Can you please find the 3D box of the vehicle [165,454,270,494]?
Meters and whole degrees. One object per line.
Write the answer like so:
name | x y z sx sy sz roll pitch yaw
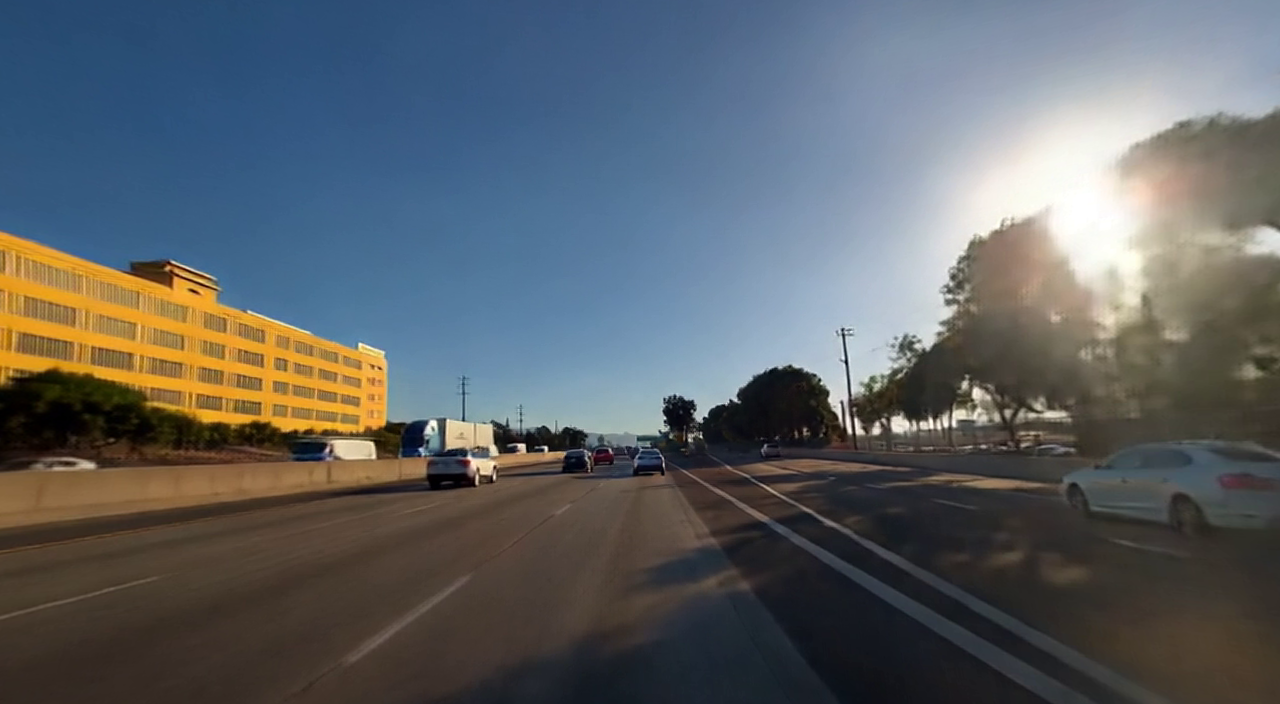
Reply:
vehicle | -20.181 5.793 30.378 1.853 1.671 4.525 -1 -8 1

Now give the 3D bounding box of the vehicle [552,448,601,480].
vehicle | -3.312 5.920 33.671 2.059 1.508 4.662 -1 -8 1

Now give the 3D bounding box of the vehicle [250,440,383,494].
vehicle | -12.919 4.592 25.771 2.283 1.915 5.774 -1 -8 1

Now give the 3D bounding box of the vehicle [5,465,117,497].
vehicle | -28.488 6.337 31.208 1.896 1.447 3.814 0 -10 -1

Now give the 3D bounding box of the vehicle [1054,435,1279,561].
vehicle | 8.768 2.046 9.699 1.966 1.484 4.610 -1 -8 5

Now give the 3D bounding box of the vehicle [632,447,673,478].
vehicle | 0.641 6.037 34.768 2.107 1.538 3.999 0 -8 0

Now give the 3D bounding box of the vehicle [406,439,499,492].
vehicle | -7.204 4.379 24.851 2.106 1.827 4.814 -1 -8 1
